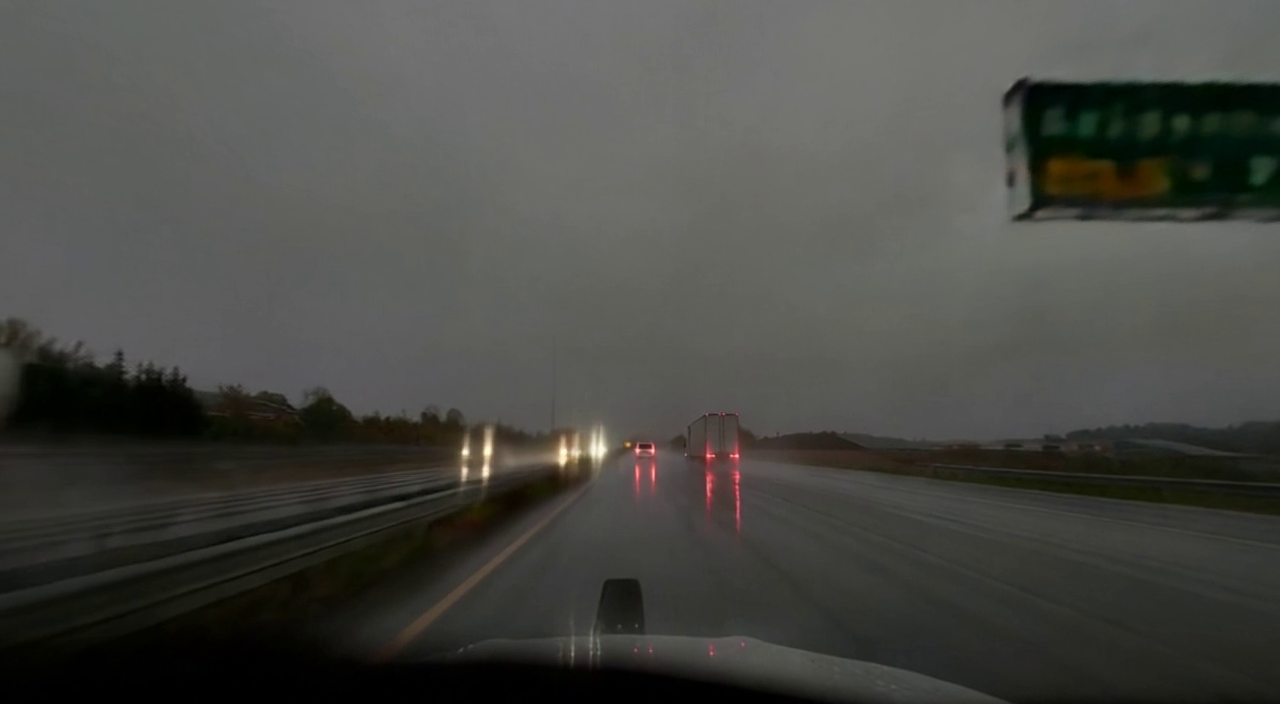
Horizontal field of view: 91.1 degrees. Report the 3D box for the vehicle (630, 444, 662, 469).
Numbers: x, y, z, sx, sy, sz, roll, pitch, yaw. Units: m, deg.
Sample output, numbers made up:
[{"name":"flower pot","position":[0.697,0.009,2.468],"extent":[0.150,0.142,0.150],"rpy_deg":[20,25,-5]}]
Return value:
[{"name":"vehicle","position":[0.366,7.034,42.352],"extent":[2.024,1.579,3.707],"rpy_deg":[-1,-9,0]}]
